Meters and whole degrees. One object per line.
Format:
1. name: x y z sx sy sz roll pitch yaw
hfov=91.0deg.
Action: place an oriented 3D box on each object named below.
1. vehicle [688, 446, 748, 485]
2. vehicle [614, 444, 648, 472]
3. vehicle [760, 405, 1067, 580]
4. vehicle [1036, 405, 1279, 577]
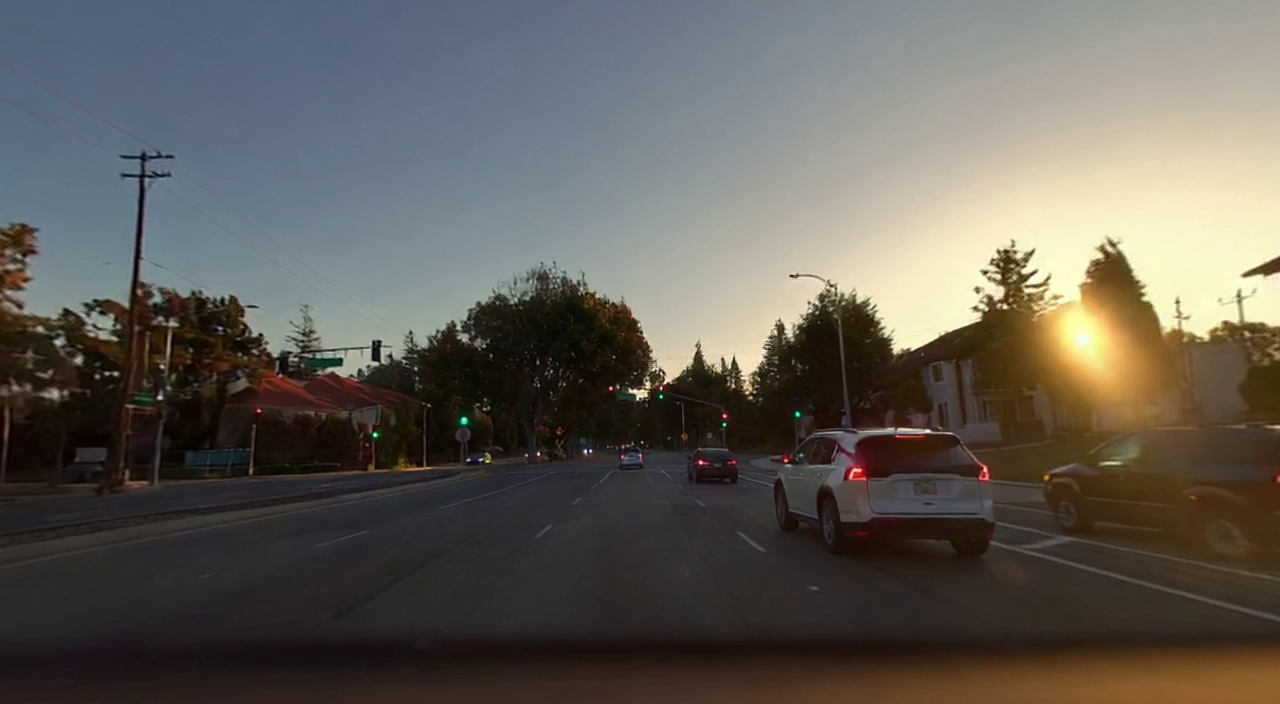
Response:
1. vehicle: 3.115 4.615 26.011 1.889 1.451 4.180 0 -9 -1
2. vehicle: -0.646 6.952 41.494 2.146 1.685 4.003 0 -9 -2
3. vehicle: 3.238 1.783 8.790 2.129 1.761 4.610 0 -9 -1
4. vehicle: 7.621 1.652 7.964 2.172 1.745 4.608 0 -9 0
